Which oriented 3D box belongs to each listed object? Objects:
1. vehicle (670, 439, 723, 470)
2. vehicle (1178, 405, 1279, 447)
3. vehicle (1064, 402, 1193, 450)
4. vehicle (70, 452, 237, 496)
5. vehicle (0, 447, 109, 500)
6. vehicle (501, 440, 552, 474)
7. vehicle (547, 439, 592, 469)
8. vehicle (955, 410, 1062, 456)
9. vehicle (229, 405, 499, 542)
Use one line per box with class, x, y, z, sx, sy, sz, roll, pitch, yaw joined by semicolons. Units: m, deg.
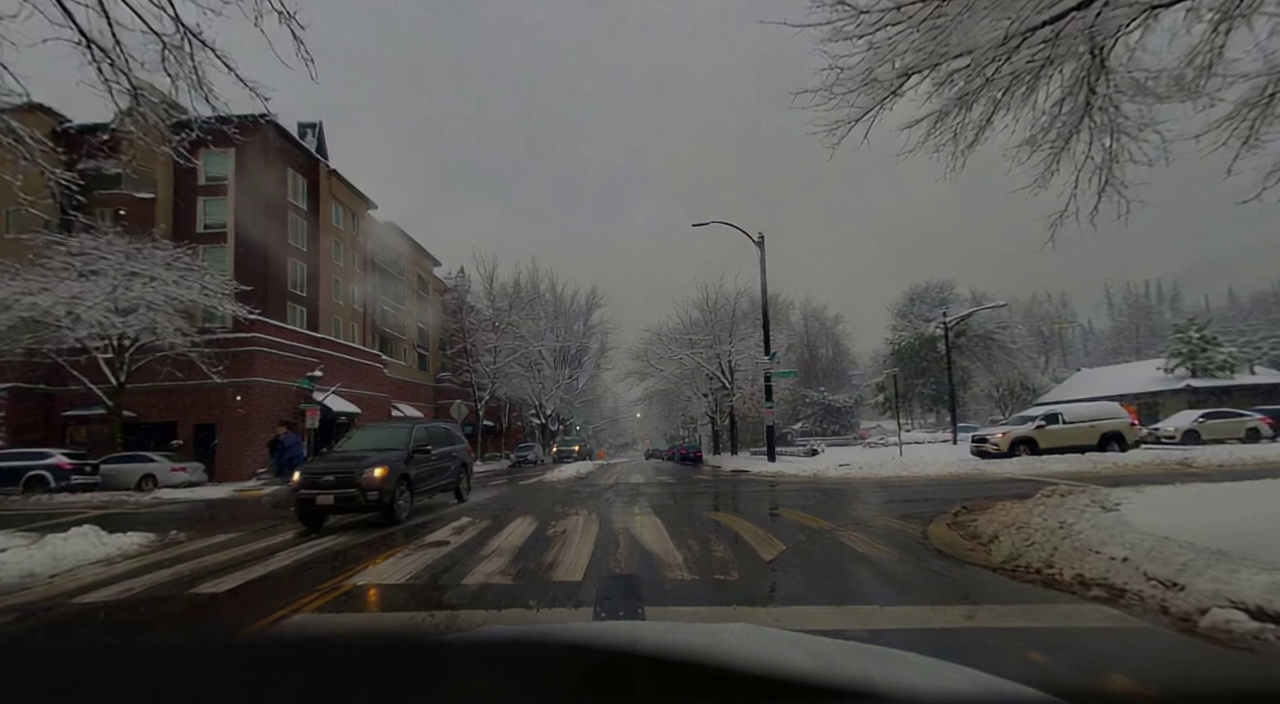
vehicle;3.246;5.736;35.542;1.942;1.603;3.785;-4;-9;22
vehicle;27.892;3.470;29.050;1.894;1.757;4.692;0;-9;-3
vehicle;22.380;3.530;29.296;2.137;1.962;4.988;-1;-9;3
vehicle;-17.263;4.317;22.581;4.439;1.448;1.793;0;-9;0
vehicle;-22.351;4.371;22.701;4.591;1.774;2.018;0;-12;1
vehicle;-7.512;7.034;42.498;2.193;1.814;5.061;-9;-9;0
vehicle;-4.360;6.380;39.793;2.102;1.768;4.290;-1;-8;3
vehicle;16.817;3.778;29.156;2.041;1.921;4.574;0;-9;-2
vehicle;-4.760;2.220;12.317;2.395;1.865;5.982;-4;-8;2
